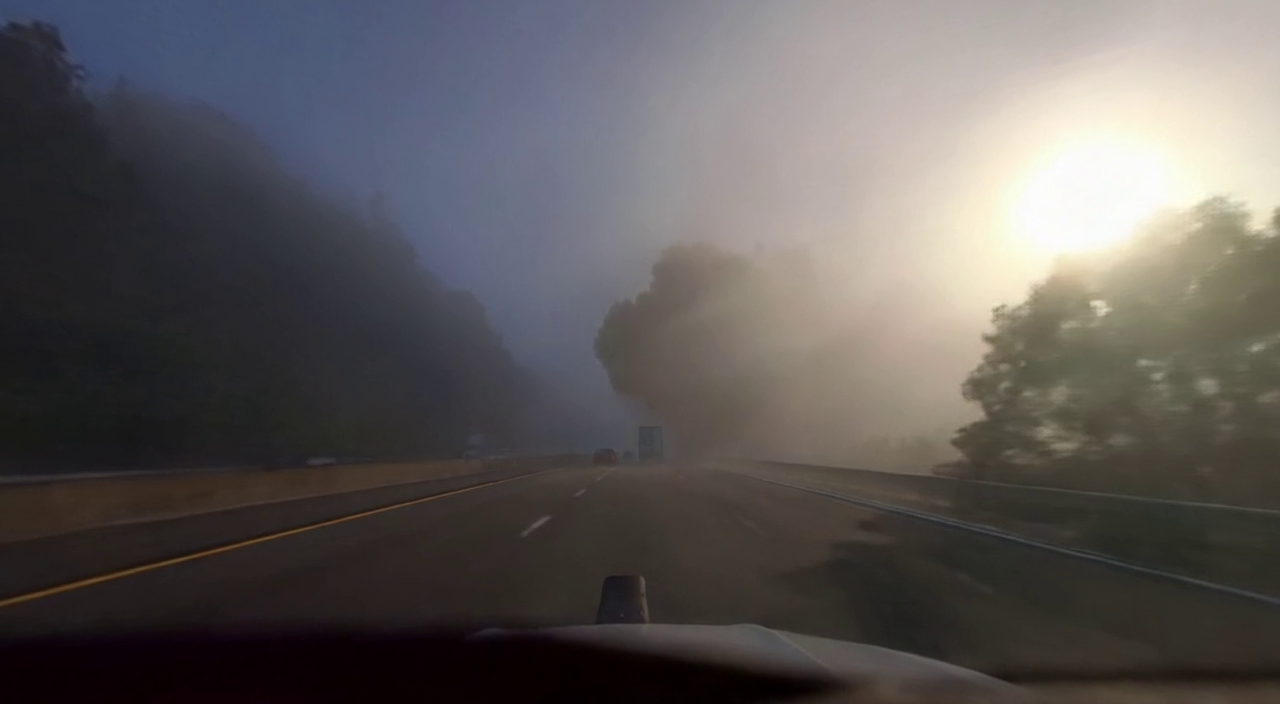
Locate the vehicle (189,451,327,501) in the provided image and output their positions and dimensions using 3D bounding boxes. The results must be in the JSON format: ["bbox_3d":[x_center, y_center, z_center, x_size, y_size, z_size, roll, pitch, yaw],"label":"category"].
[{"bbox_3d":[-12.178,3.944,20.468,1.953,1.454,3.938,0,-9,0],"label":"vehicle"}]
